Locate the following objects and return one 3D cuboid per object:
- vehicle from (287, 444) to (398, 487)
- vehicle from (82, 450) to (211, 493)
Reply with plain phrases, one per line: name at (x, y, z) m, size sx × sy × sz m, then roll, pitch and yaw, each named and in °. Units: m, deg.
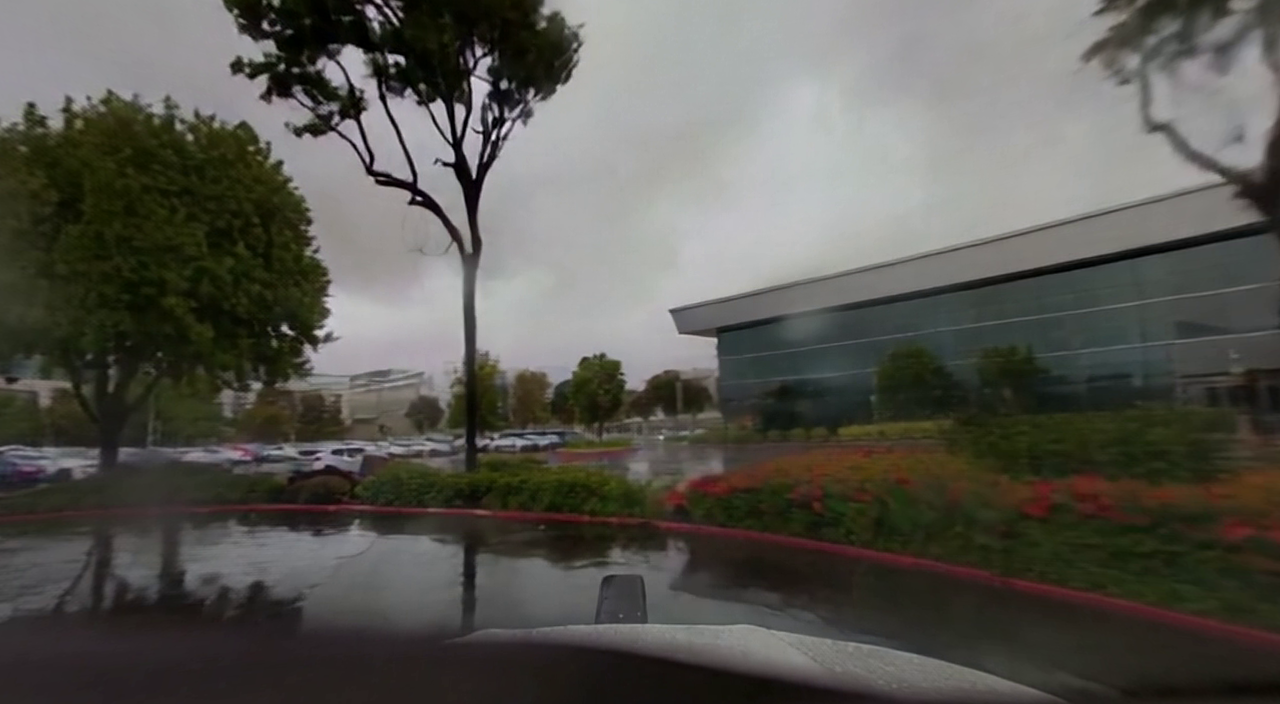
vehicle at (-15.056, 5.734, 32.133) m, size 4.755 × 1.707 × 1.889 m, roll -4°, pitch -8°, yaw 0°
vehicle at (-27.566, 6.681, 35.456) m, size 5.285 × 1.837 × 2.318 m, roll -4°, pitch -8°, yaw -2°
